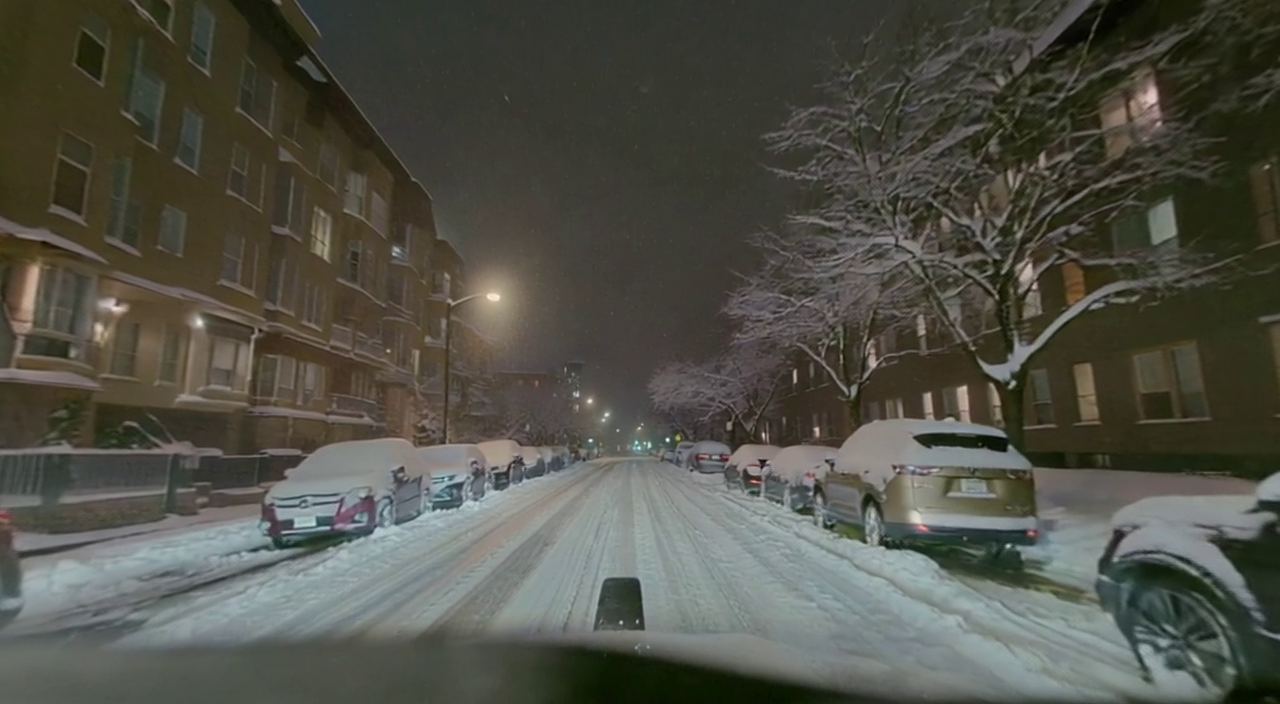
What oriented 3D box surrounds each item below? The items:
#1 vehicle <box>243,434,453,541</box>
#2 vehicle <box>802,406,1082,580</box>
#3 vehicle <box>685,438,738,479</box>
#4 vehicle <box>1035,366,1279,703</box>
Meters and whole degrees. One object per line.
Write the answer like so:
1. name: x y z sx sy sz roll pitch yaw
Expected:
1. vehicle: -5.232 2.413 12.002 2.274 1.679 3.639 0 -8 -1
2. vehicle: 3.834 1.849 9.146 1.911 1.835 4.599 0 -8 2
3. vehicle: 3.374 5.136 30.831 1.912 1.781 5.159 0 -8 -1
4. vehicle: 3.728 0.815 1.944 1.886 1.727 4.678 0 -8 -1
